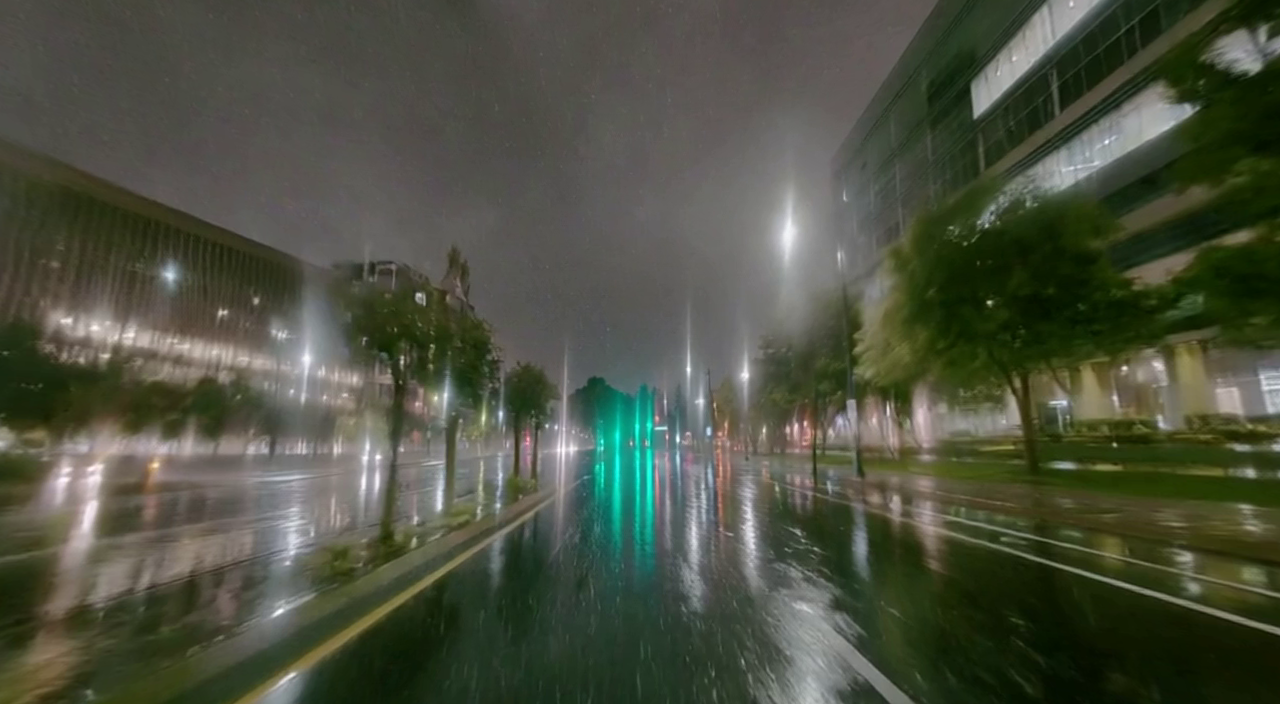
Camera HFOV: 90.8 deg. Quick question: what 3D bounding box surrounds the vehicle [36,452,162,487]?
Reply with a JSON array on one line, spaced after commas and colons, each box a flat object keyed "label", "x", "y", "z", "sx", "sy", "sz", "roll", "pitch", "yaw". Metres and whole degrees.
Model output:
[{"label": "vehicle", "x": -26.453, "y": 5.735, "z": 31.140, "sx": 2.002, "sy": 1.568, "sz": 4.692, "roll": 0, "pitch": -9, "yaw": 1}]
